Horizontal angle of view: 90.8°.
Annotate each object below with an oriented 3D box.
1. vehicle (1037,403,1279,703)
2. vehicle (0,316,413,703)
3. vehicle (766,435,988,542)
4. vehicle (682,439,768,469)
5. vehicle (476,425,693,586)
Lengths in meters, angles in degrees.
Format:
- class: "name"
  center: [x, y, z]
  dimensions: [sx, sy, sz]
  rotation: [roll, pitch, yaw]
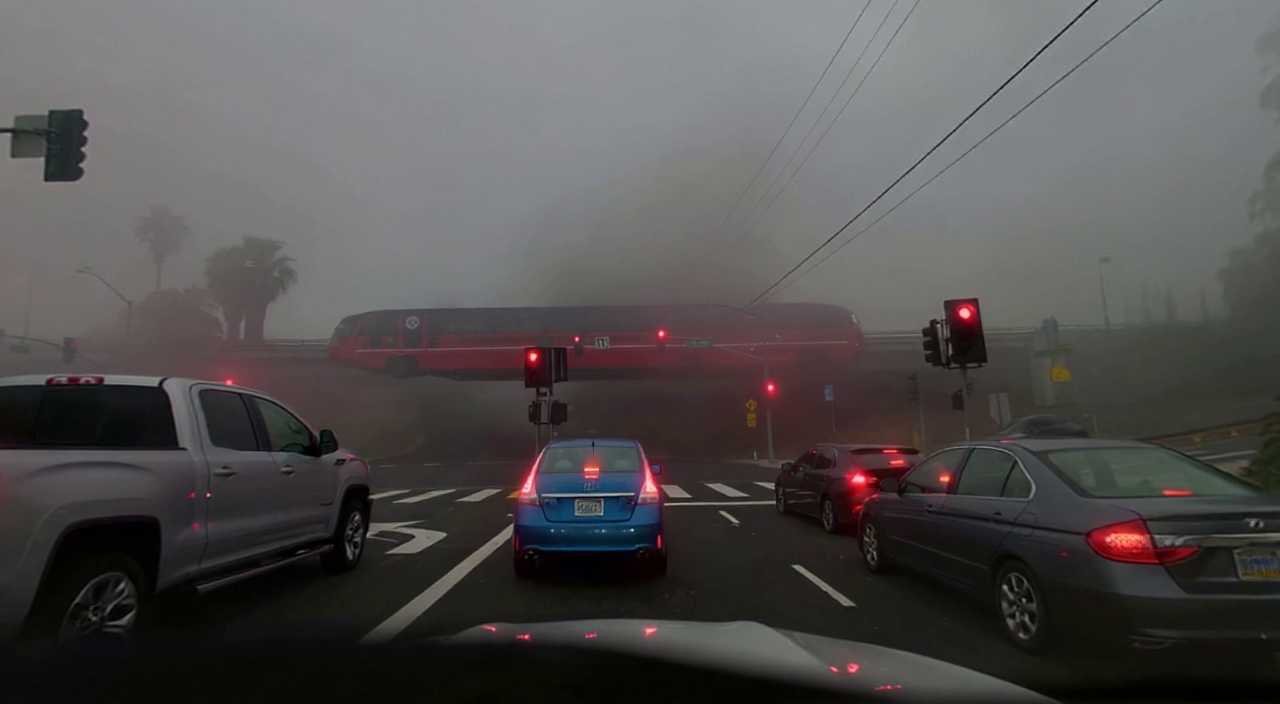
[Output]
- class: "vehicle"
  center: [3.891, 0.888, 2.185]
  dimensions: [2.052, 1.496, 4.541]
  rotation: [0, -9, 0]
- class: "vehicle"
  center: [-3.820, 1.125, 5.014]
  dimensions: [2.078, 1.838, 5.448]
  rotation: [0, -9, -1]
- class: "vehicle"
  center: [3.705, 2.211, 10.955]
  dimensions: [1.965, 1.448, 4.486]
  rotation: [0, -9, -2]
- class: "vehicle"
  center: [4.217, 5.136, 31.968]
  dimensions: [1.878, 1.428, 4.416]
  rotation: [5, -10, -32]
- class: "vehicle"
  center: [-0.627, 1.759, 8.082]
  dimensions: [2.035, 1.491, 4.090]
  rotation: [0, -9, -3]
